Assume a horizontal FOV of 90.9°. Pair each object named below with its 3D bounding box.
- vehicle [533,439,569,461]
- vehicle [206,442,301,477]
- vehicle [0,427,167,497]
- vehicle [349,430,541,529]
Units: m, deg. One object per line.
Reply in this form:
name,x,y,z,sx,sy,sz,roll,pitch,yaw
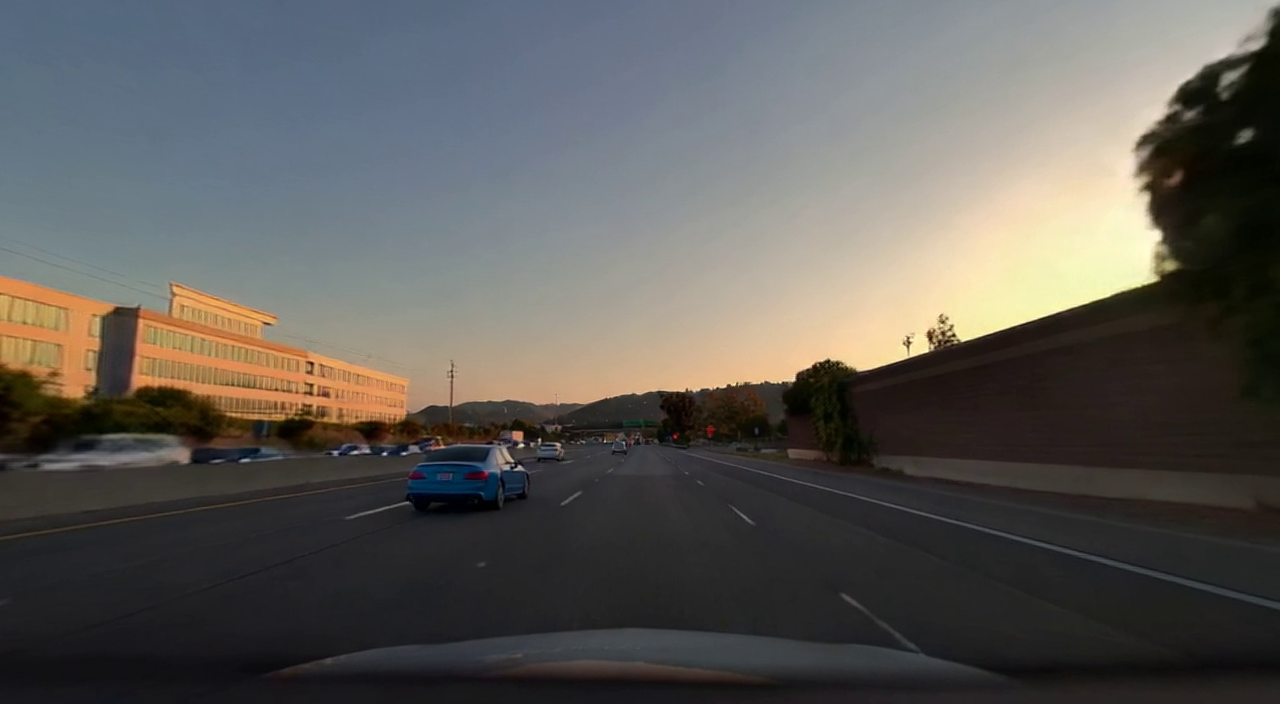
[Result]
vehicle,-6.907,7.679,49.476,2.118,1.675,4.395,0,-8,1
vehicle,-21.286,5.894,34.992,2.057,1.785,4.964,0,-8,1
vehicle,-17.090,3.206,18.759,2.108,1.795,4.913,0,-8,1
vehicle,-3.519,2.411,12.613,2.144,1.565,4.951,0,-8,2
